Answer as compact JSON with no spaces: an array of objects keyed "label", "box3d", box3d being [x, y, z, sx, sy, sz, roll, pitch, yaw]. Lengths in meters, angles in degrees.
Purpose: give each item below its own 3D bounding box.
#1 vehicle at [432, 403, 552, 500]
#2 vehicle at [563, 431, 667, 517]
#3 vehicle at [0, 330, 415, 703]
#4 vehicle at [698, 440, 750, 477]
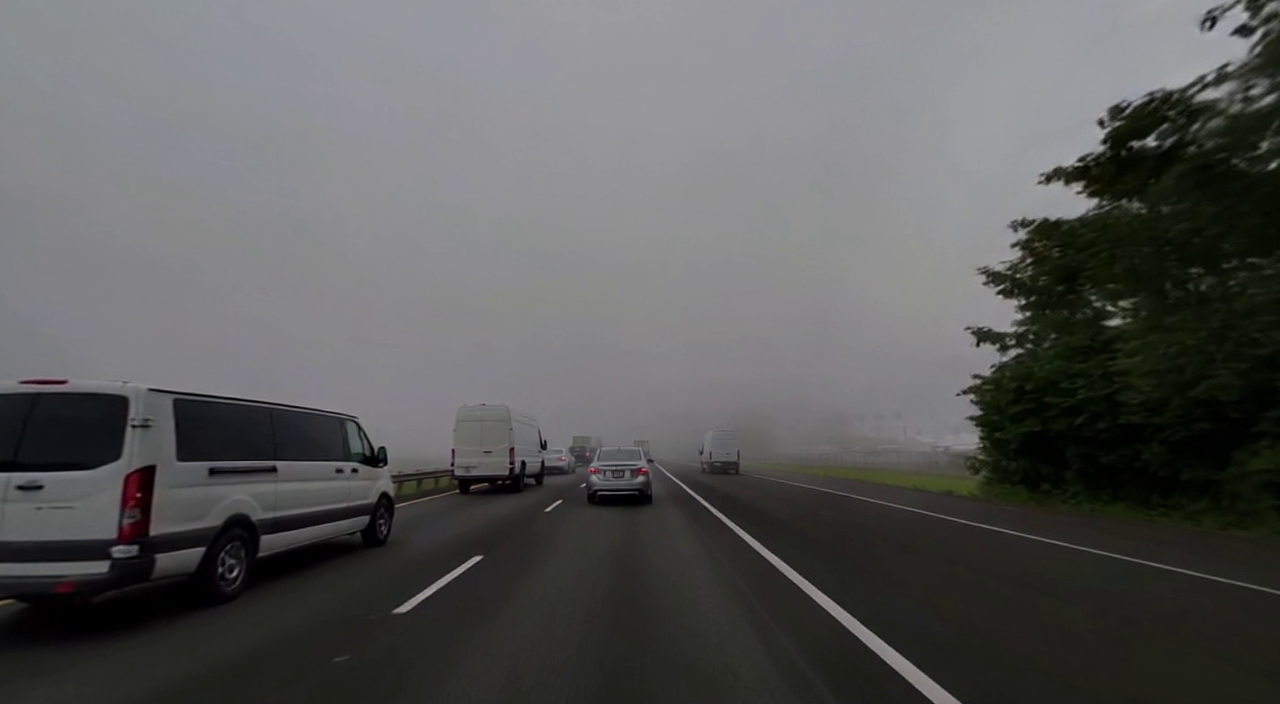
[{"label":"vehicle","box3d":[-4.534,3.252,20.756,2.248,2.626,6.837,0,-9,0]},{"label":"vehicle","box3d":[-0.503,2.759,14.642,2.093,1.695,3.782,0,-9,0]},{"label":"vehicle","box3d":[-4.050,1.194,5.626,2.253,1.892,4.823,0,-9,0]},{"label":"vehicle","box3d":[4.232,5.461,32.527,2.003,1.754,4.134,0,-9,-1]}]
